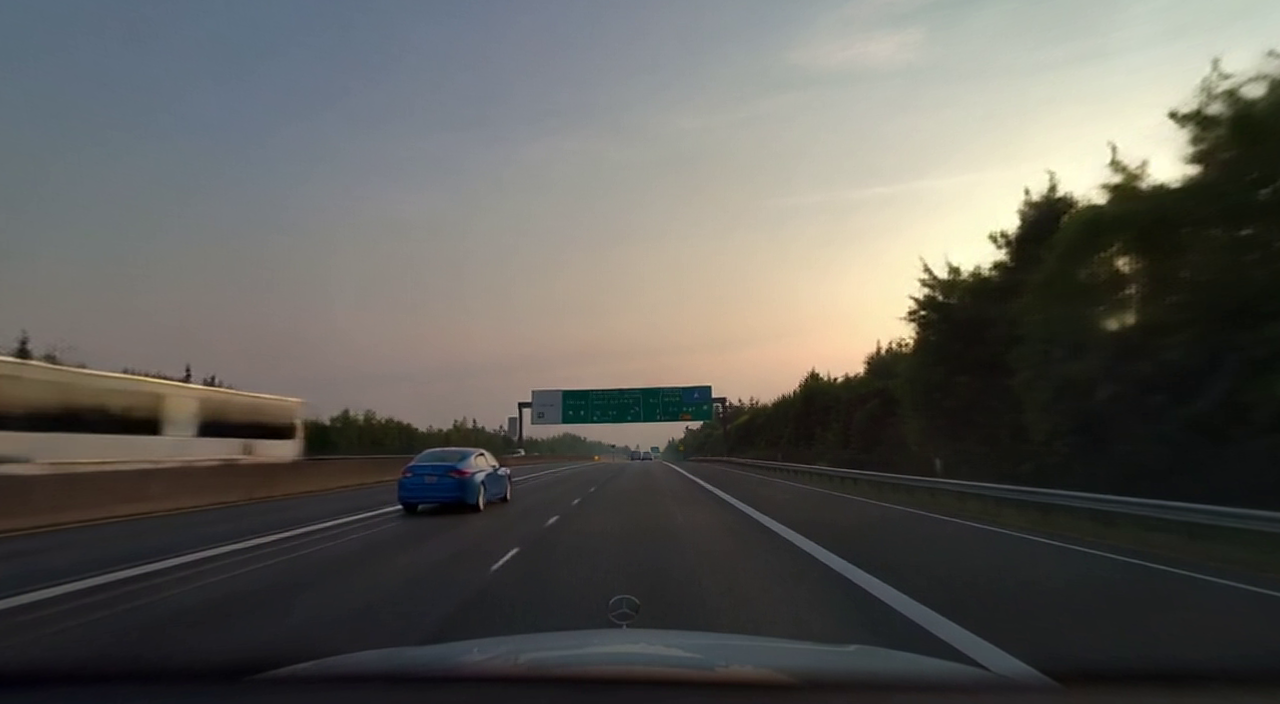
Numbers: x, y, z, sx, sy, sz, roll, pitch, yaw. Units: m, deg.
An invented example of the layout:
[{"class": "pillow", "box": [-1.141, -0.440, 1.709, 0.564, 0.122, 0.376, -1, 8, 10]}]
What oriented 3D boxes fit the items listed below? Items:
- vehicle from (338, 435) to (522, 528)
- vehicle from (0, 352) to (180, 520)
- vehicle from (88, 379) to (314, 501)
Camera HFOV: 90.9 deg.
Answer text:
[{"class": "vehicle", "box": [-4.021, 2.573, 13.088, 2.160, 1.552, 4.592, 0, -9, 1]}, {"class": "vehicle", "box": [-16.726, 2.075, 15.487, 3.005, 3.955, 10.110, 0, -9, 0]}, {"class": "vehicle", "box": [-16.715, 3.557, 25.120, 2.844, 4.017, 8.298, 0, -9, 0]}]
